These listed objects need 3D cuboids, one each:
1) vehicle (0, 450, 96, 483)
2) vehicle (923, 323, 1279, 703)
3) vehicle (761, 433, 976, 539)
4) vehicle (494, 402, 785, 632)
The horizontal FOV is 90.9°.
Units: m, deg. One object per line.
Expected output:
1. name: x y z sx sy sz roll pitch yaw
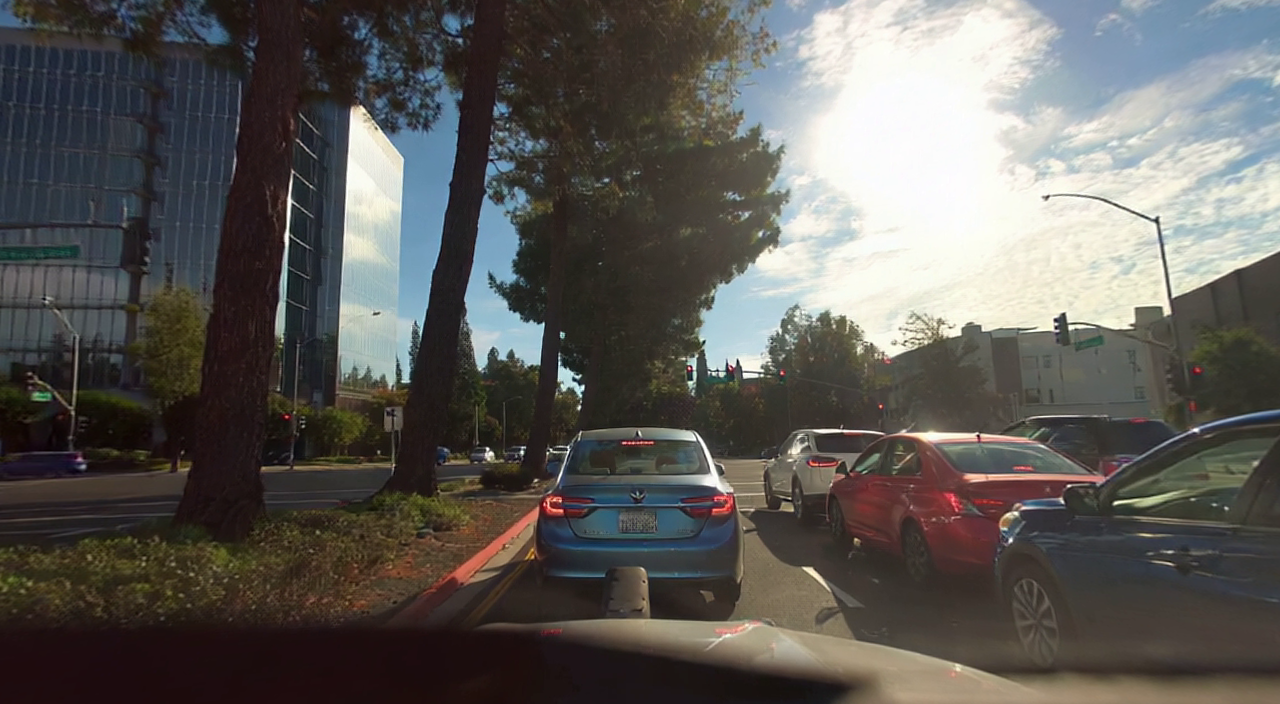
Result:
1. vehicle: -40.757 7.697 42.748 5.321 2.089 2.177 4 -10 -26
2. vehicle: 3.723 0.928 3.436 2.162 1.829 4.519 0 -9 -1
3. vehicle: 3.687 2.258 11.302 2.054 1.482 4.654 0 -9 -1
4. vehicle: -0.025 1.473 6.500 2.074 1.631 3.793 0 -9 -1
